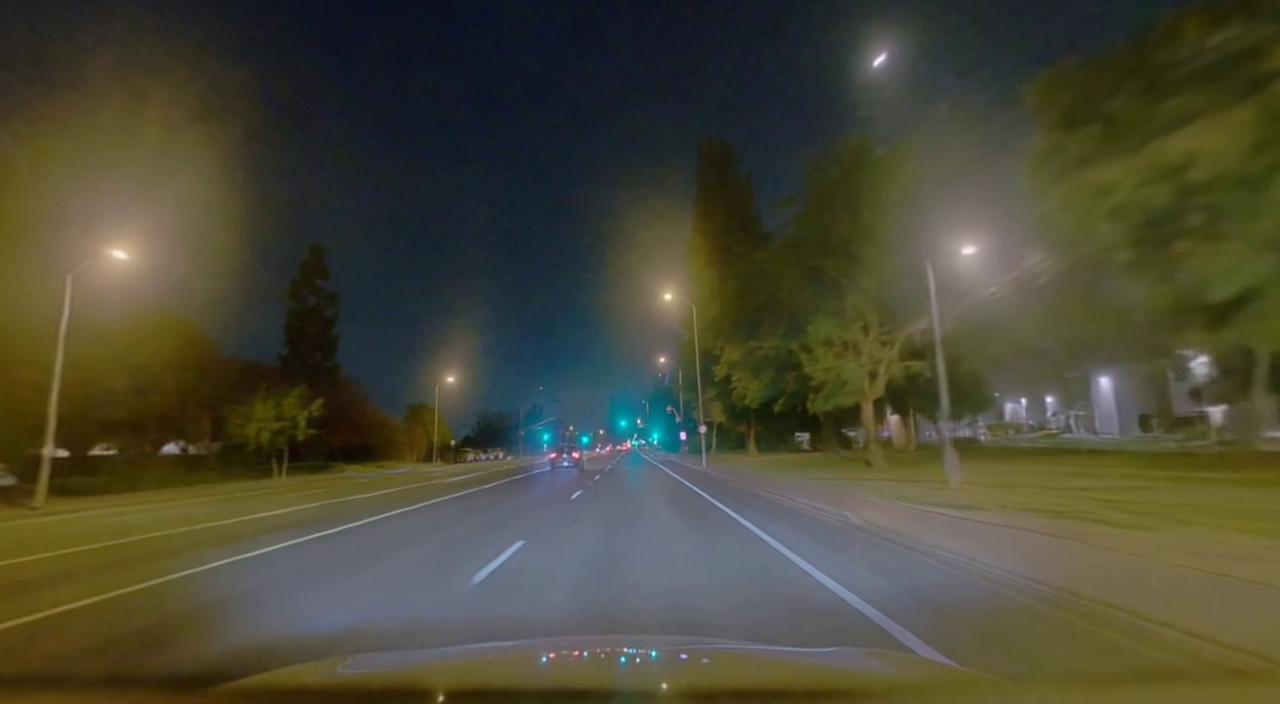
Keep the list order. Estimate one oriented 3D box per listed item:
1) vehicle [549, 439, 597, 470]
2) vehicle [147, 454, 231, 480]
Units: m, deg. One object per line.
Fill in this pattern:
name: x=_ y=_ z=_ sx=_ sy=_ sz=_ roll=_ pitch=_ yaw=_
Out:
vehicle: x=-3.379 y=5.272 z=32.719 sx=2.030 sy=1.467 sz=4.251 roll=0 pitch=-8 yaw=0
vehicle: x=-28.696 y=7.292 z=40.252 sx=3.814 sy=1.512 sz=1.948 roll=0 pitch=-8 yaw=2
